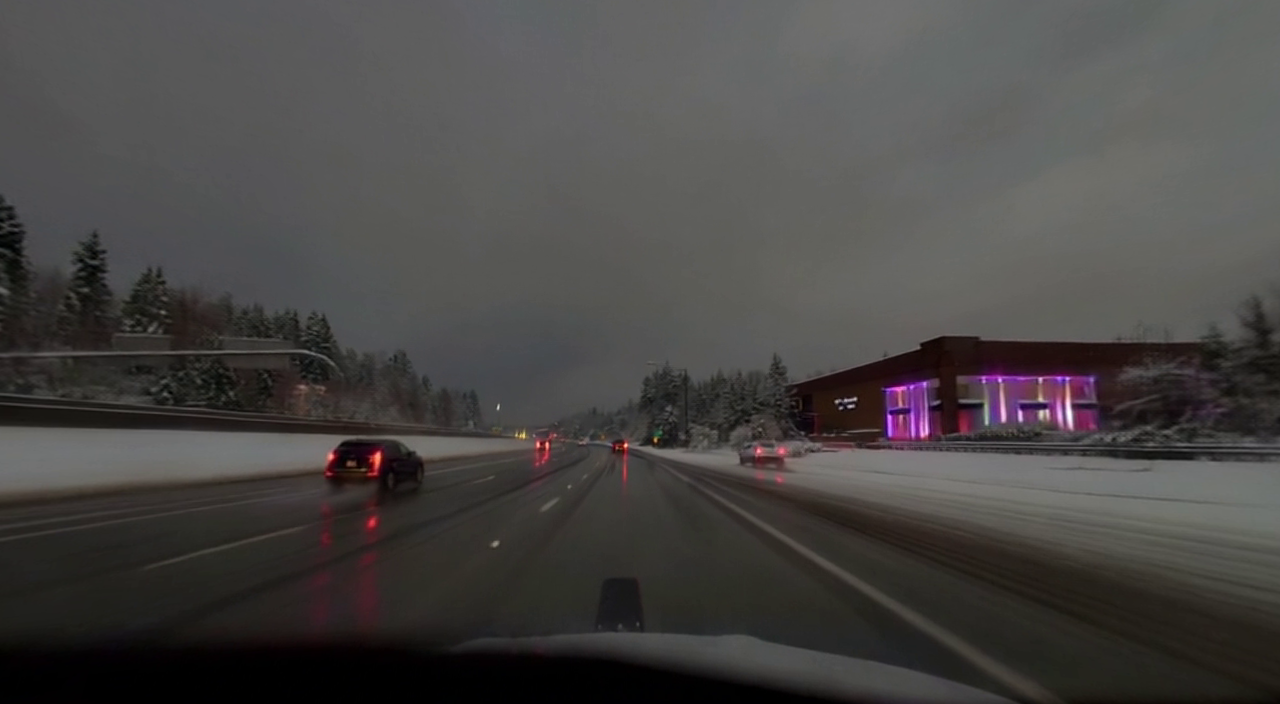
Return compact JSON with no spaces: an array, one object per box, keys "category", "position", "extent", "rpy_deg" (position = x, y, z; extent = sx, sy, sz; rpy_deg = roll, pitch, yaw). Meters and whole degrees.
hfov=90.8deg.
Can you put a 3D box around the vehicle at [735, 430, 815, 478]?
[{"category":"vehicle","position":[5.341,4.115,25.627],"extent":[2.023,1.782,4.193],"rpy_deg":[0,-9,-4]}]

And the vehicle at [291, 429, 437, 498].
[{"category":"vehicle","position":[-7.596,3.128,18.060],"extent":[2.030,1.672,4.913],"rpy_deg":[0,-9,-1]}]
